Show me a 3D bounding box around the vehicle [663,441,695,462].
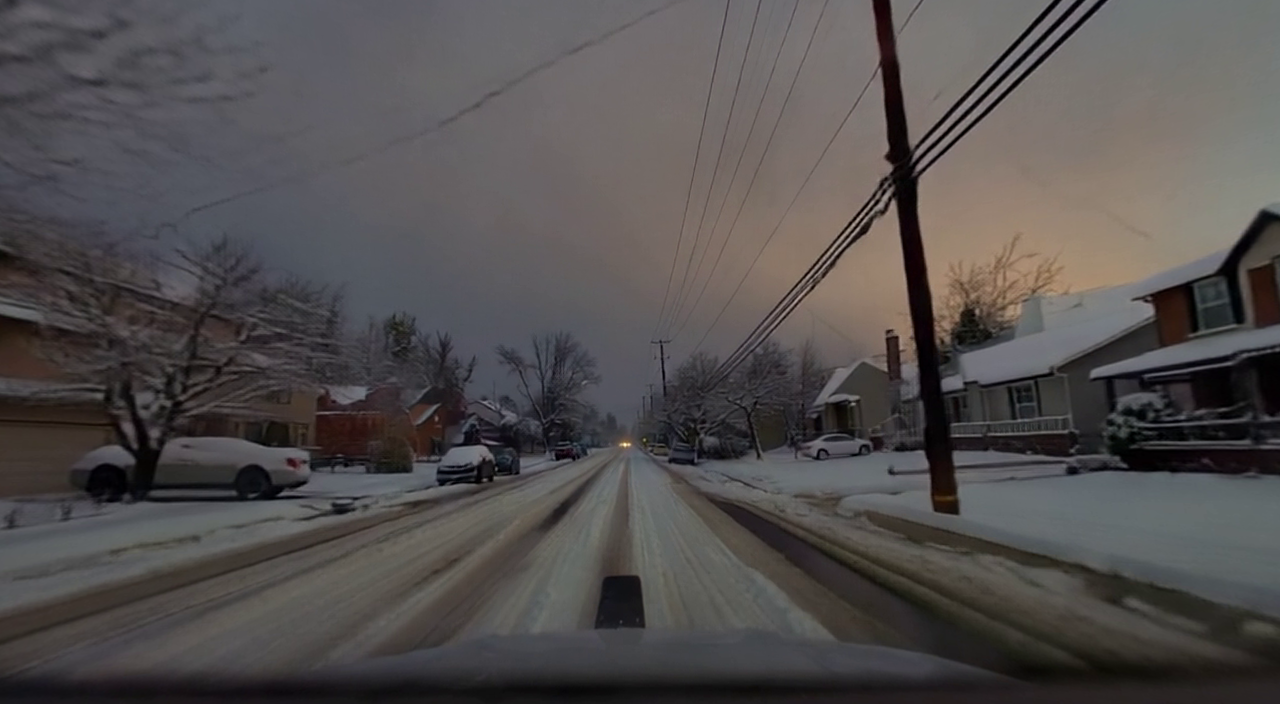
[{"bbox_3d":[2.815,7.341,46.726,1.925,1.482,4.326,0,-8,-2],"label":"vehicle"}]

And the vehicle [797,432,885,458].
[{"bbox_3d":[12.050,5.623,38.041,4.605,1.492,1.898,0,-8,-1],"label":"vehicle"}]

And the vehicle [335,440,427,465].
[{"bbox_3d":[-16.034,6.237,39.282,4.833,1.489,1.987,0,-8,2],"label":"vehicle"}]

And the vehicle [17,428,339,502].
[{"bbox_3d":[-12.182,3.012,17.197,6.619,1.759,2.632,0,-8,-2],"label":"vehicle"}]

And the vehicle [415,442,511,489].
[{"bbox_3d":[-6.372,4.117,23.428,2.208,1.491,5.089,0,-8,-1],"label":"vehicle"}]
